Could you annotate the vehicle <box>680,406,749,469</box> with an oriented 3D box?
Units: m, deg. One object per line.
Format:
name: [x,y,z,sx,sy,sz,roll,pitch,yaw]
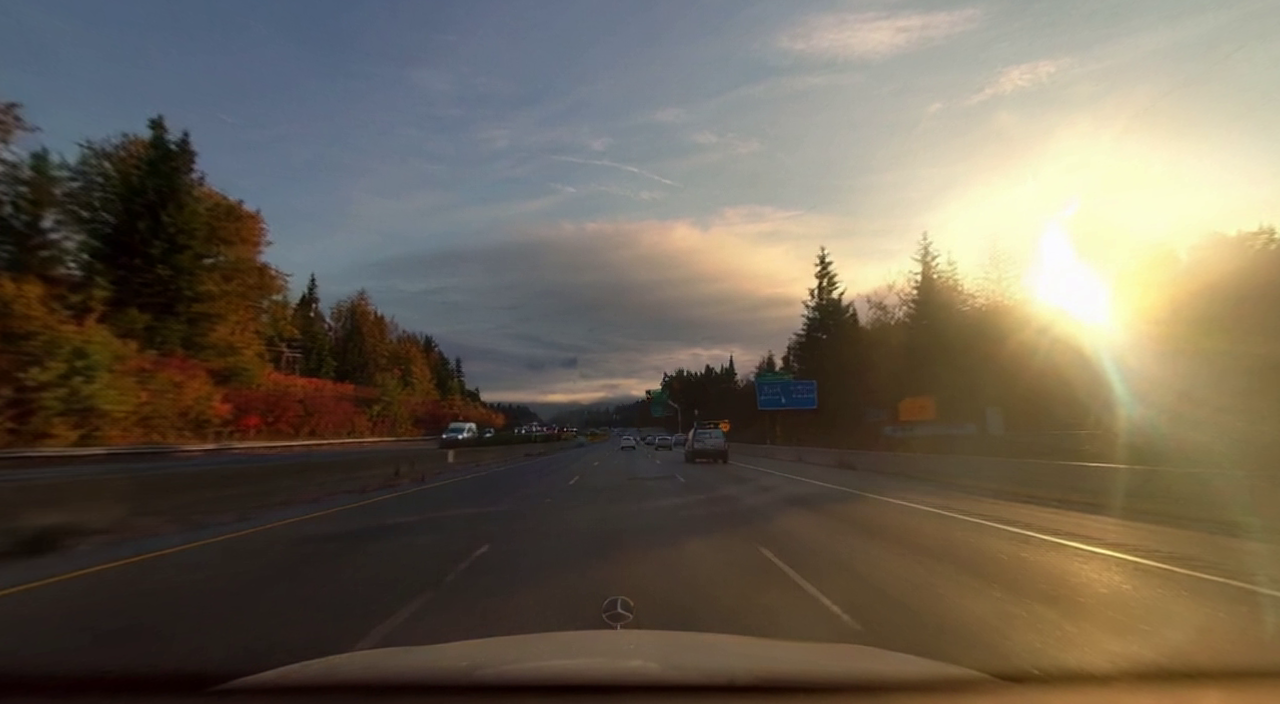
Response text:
vehicle: [3.339,4.005,29.523,2.411,2.614,5.781,0,-8,-1]
